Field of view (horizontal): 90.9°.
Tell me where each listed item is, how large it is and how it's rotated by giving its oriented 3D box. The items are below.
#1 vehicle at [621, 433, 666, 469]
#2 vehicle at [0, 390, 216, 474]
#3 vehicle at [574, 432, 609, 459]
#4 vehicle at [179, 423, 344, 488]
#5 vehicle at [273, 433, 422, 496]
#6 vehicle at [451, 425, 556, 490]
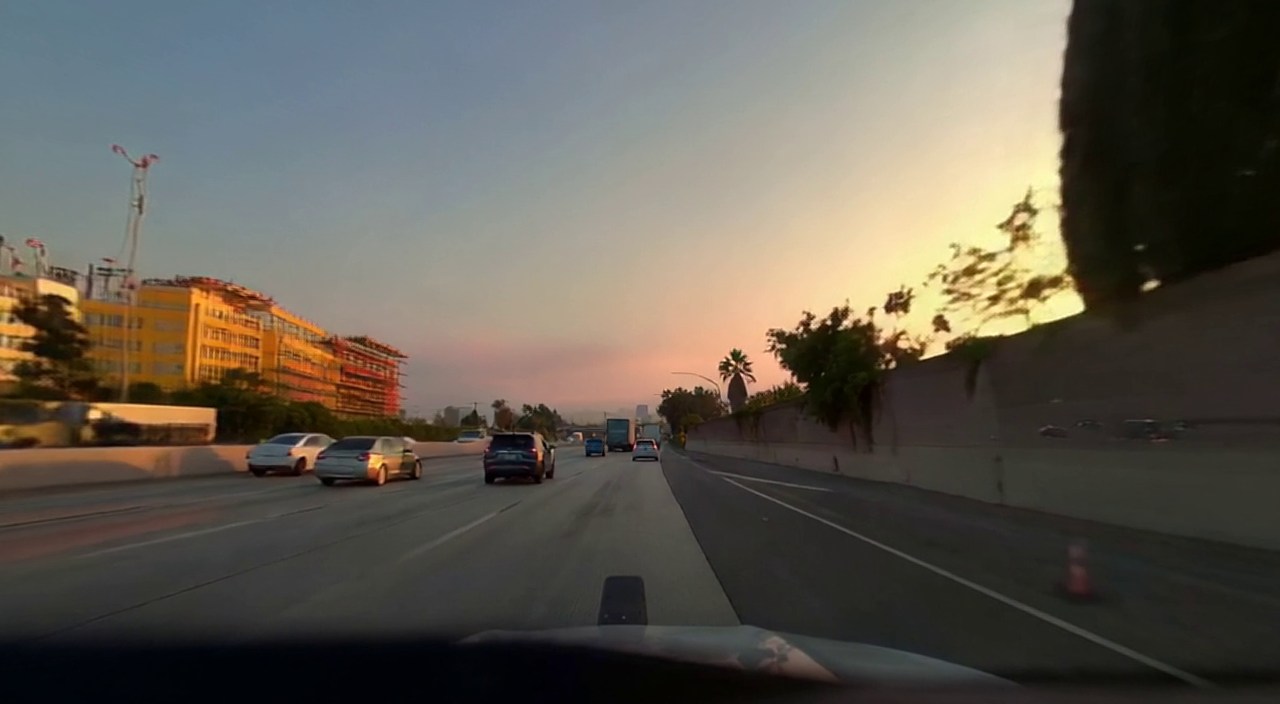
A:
[{"bbox_3d":[0.207,5.031,32.228,2.136,1.678,4.052,0,-8,1],"label":"vehicle"},{"bbox_3d":[-26.786,4.014,31.217,3.047,3.360,11.583,-1,-8,3],"label":"vehicle"},{"bbox_3d":[-3.636,7.149,48.453,2.203,1.958,4.848,0,-8,1],"label":"vehicle"},{"bbox_3d":[-11.847,3.272,20.319,2.077,1.829,5.101,0,-8,1],"label":"vehicle"},{"bbox_3d":[-7.800,3.020,17.394,1.949,1.476,4.410,0,-8,1],"label":"vehicle"},{"bbox_3d":[-4.017,3.186,19.444,2.108,1.740,4.549,0,-8,1],"label":"vehicle"}]
